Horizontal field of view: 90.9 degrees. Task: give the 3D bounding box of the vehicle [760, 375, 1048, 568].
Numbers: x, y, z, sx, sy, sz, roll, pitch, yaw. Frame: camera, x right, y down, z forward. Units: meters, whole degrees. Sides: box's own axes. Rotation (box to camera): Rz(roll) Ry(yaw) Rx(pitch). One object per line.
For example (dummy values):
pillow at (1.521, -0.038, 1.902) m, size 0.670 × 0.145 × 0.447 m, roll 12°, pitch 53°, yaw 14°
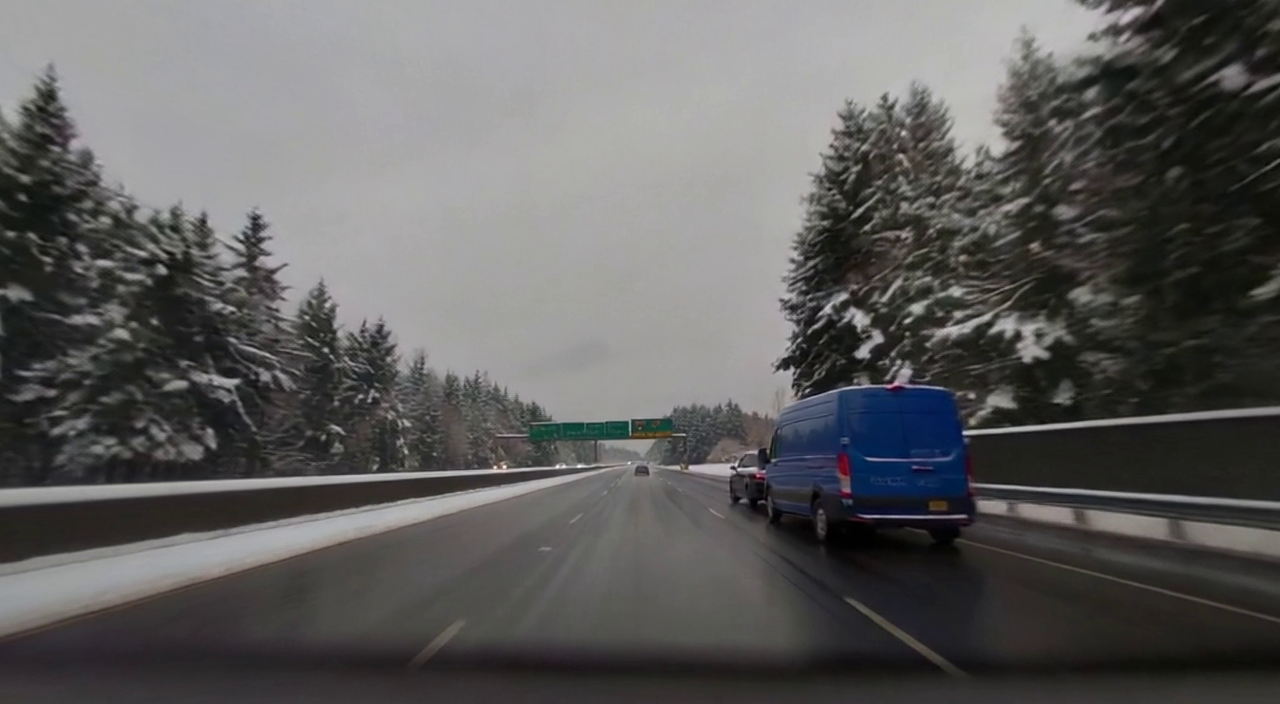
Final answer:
vehicle at (4.402, 2.320, 12.425) m, size 2.737 × 2.711 × 6.687 m, roll 1°, pitch -11°, yaw 0°
